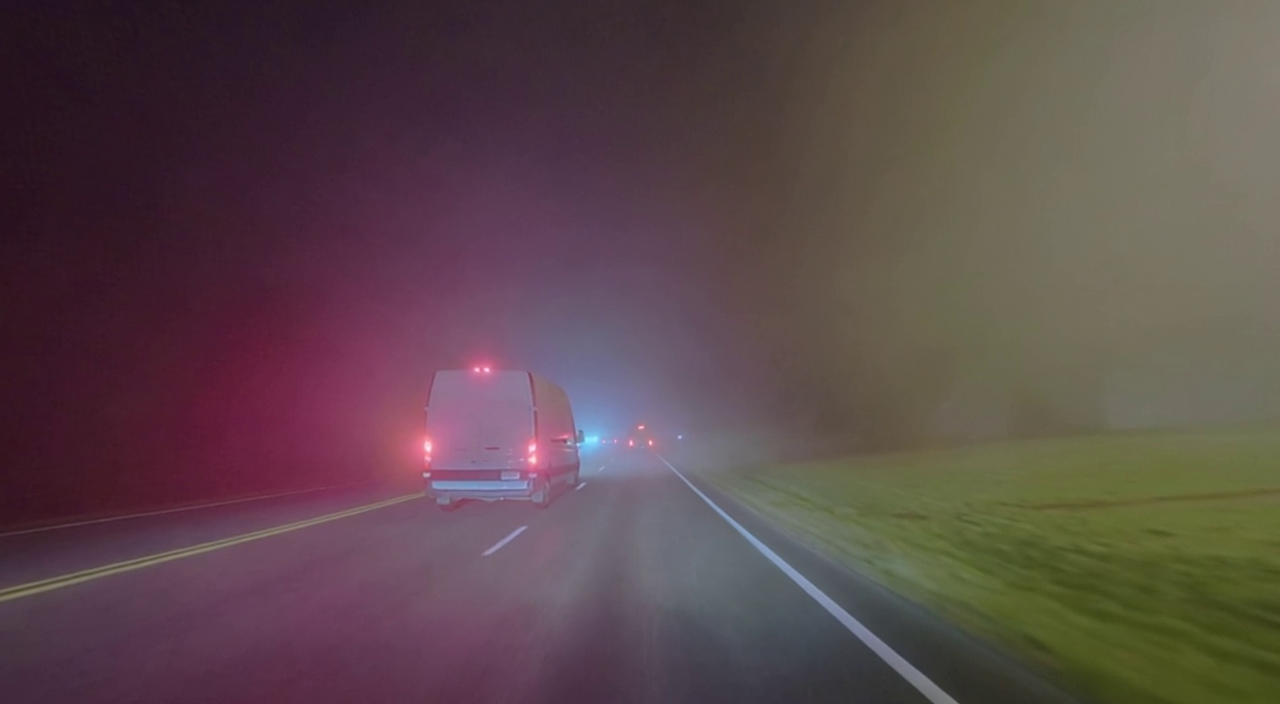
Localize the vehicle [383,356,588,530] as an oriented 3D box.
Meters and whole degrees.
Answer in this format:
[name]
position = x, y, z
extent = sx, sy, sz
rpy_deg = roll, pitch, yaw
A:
[vehicle]
position = -2.567, 1.786, 12.567
extent = 2.497, 2.628, 6.016
rpy_deg = 0, -8, 1
